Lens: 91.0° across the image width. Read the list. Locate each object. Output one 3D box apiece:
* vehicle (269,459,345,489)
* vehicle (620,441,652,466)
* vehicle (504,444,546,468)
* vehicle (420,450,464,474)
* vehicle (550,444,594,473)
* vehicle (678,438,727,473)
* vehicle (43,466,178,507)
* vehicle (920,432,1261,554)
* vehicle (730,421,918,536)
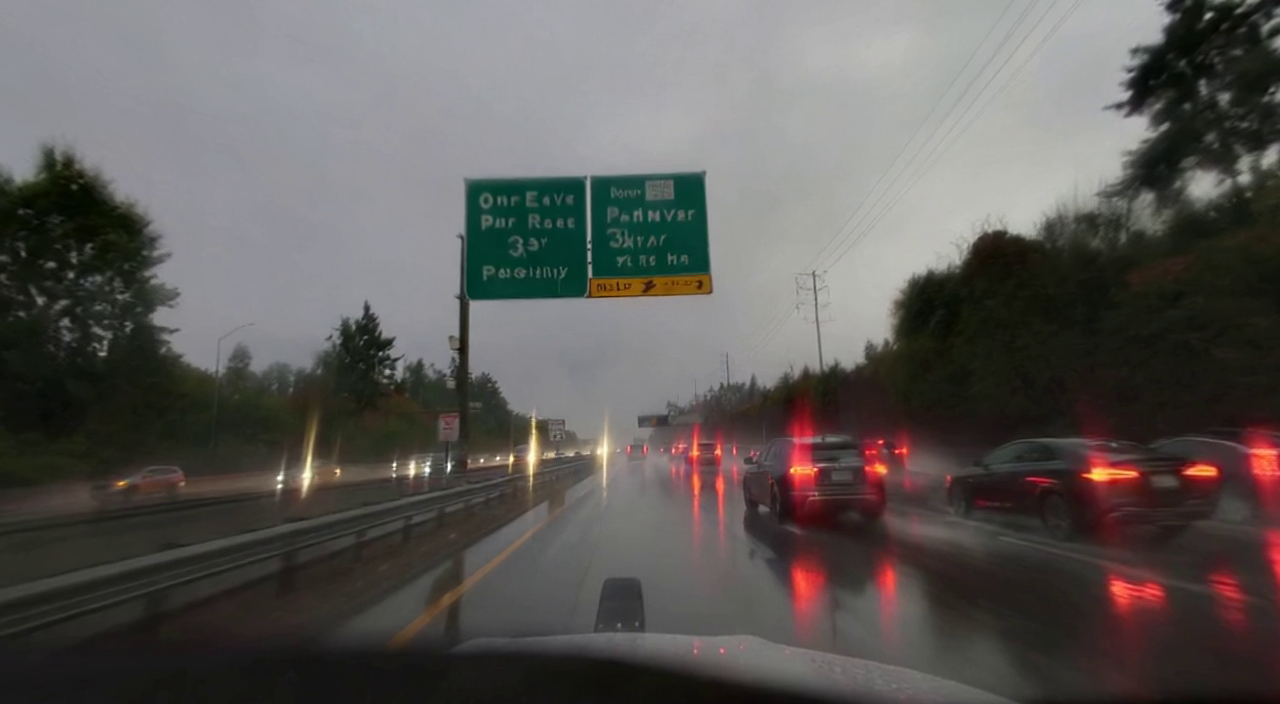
[{"bbox_3d":[-19.114,6.998,36.408,1.887,1.485,4.635,0,-8,0],"label":"vehicle"},{"bbox_3d":[-0.360,7.772,48.291,2.314,1.796,4.254,0,-8,-1],"label":"vehicle"},{"bbox_3d":[-8.858,8.040,48.898,2.214,1.737,5.234,0,-8,1],"label":"vehicle"},{"bbox_3d":[-12.544,6.957,40.009,1.583,1.428,3.716,0,-8,0],"label":"vehicle"},{"bbox_3d":[-3.743,5.989,35.511,2.051,1.510,4.373,0,-8,0],"label":"vehicle"},{"bbox_3d":[3.442,5.830,35.670,2.138,1.826,4.783,0,-8,-2],"label":"vehicle"},{"bbox_3d":[-23.385,5.923,28.083,1.913,1.491,4.763,0,-8,-1],"label":"vehicle"},{"bbox_3d":[6.628,2.091,10.135,2.027,1.483,4.559,0,-8,-1],"label":"vehicle"},{"bbox_3d":[3.142,2.277,11.989,2.092,1.723,4.670,0,-8,-1],"label":"vehicle"}]
